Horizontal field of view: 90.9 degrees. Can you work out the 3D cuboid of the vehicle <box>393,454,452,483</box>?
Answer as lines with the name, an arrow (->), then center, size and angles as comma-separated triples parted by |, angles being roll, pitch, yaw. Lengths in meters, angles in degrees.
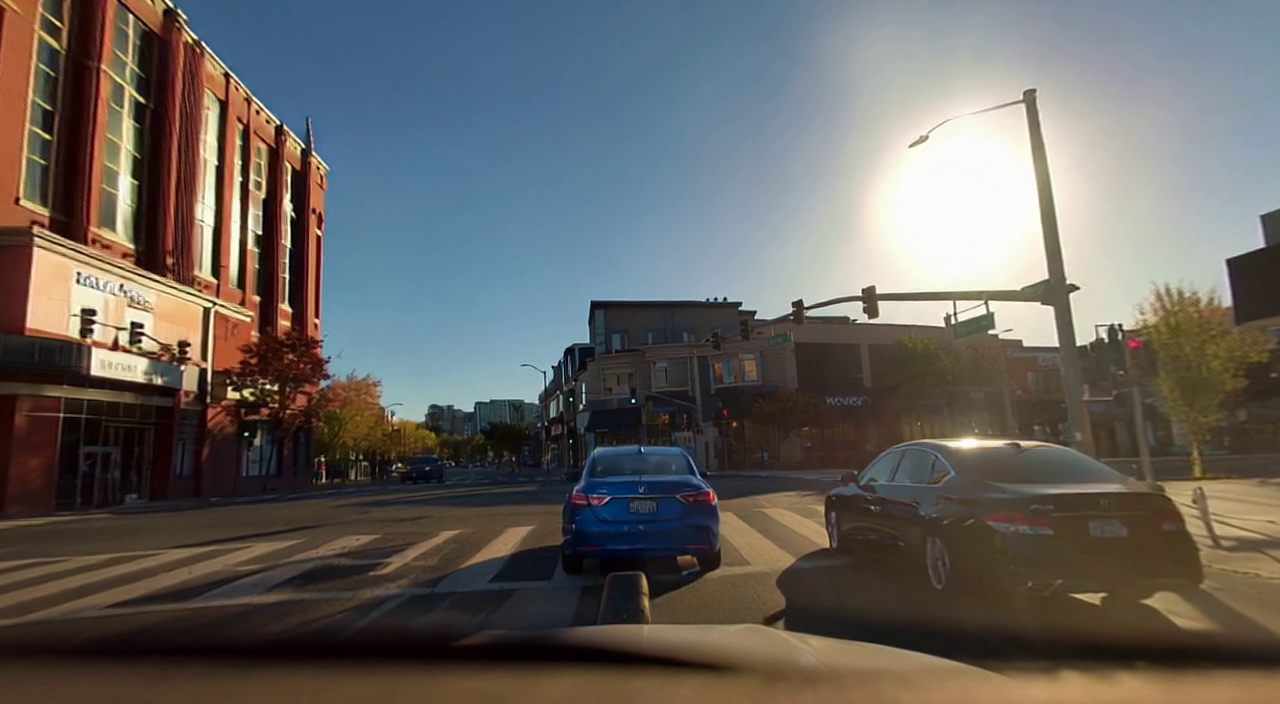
vehicle -> -14.611, 7.809, 42.645 | 2.126, 1.782, 4.880 | 0, -8, 1

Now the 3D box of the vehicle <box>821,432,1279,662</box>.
vehicle -> 3.351, 1.543, 6.110 | 1.860, 1.430, 4.089 | 0, -8, -2

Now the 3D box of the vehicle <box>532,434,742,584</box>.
vehicle -> -0.058, 1.875, 8.416 | 2.094, 1.481, 4.078 | 0, -8, -1
